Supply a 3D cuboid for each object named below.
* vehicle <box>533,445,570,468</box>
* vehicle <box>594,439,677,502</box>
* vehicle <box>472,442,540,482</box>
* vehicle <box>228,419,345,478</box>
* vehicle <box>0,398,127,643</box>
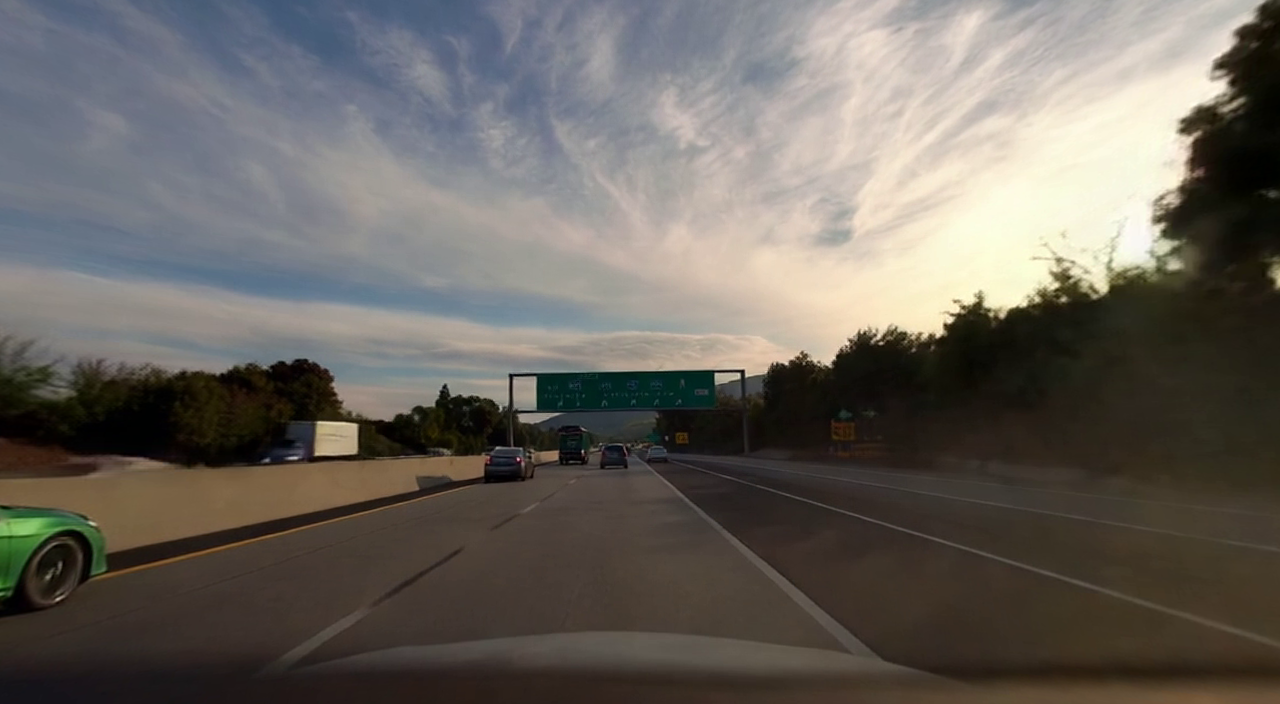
[{"bbox_3d":[-5.735,6.831,41.116,1.814,1.417,3.860,0,-9,0],"label":"vehicle"},{"bbox_3d":[-0.143,3.066,16.568,1.940,1.451,3.512,0,-9,-1],"label":"vehicle"},{"bbox_3d":[-5.415,4.485,25.908,1.892,1.481,4.180,0,-9,0],"label":"vehicle"},{"bbox_3d":[-17.515,4.840,31.643,2.546,2.647,5.845,0,-9,-1],"label":"vehicle"},{"bbox_3d":[-5.284,0.960,3.106,2.058,1.626,4.118,0,-9,-2],"label":"vehicle"}]
